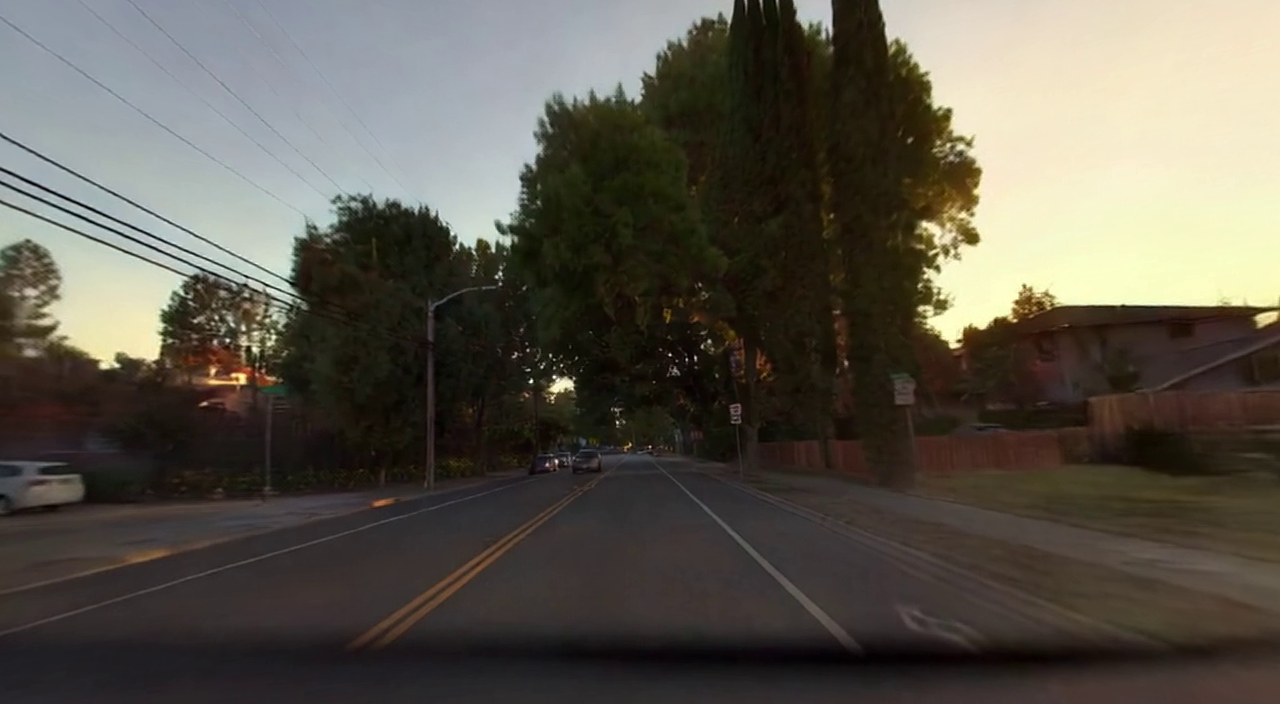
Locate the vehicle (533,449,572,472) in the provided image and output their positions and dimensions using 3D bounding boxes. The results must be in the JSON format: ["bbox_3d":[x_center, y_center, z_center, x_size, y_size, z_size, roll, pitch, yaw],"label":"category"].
[{"bbox_3d":[-6.738,8.448,49.118,2.129,1.556,4.778,-4,-9,2],"label":"vehicle"}]

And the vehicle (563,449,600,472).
[{"bbox_3d":[-4.004,7.555,44.045,2.033,1.502,4.240,0,-9,2],"label":"vehicle"}]
